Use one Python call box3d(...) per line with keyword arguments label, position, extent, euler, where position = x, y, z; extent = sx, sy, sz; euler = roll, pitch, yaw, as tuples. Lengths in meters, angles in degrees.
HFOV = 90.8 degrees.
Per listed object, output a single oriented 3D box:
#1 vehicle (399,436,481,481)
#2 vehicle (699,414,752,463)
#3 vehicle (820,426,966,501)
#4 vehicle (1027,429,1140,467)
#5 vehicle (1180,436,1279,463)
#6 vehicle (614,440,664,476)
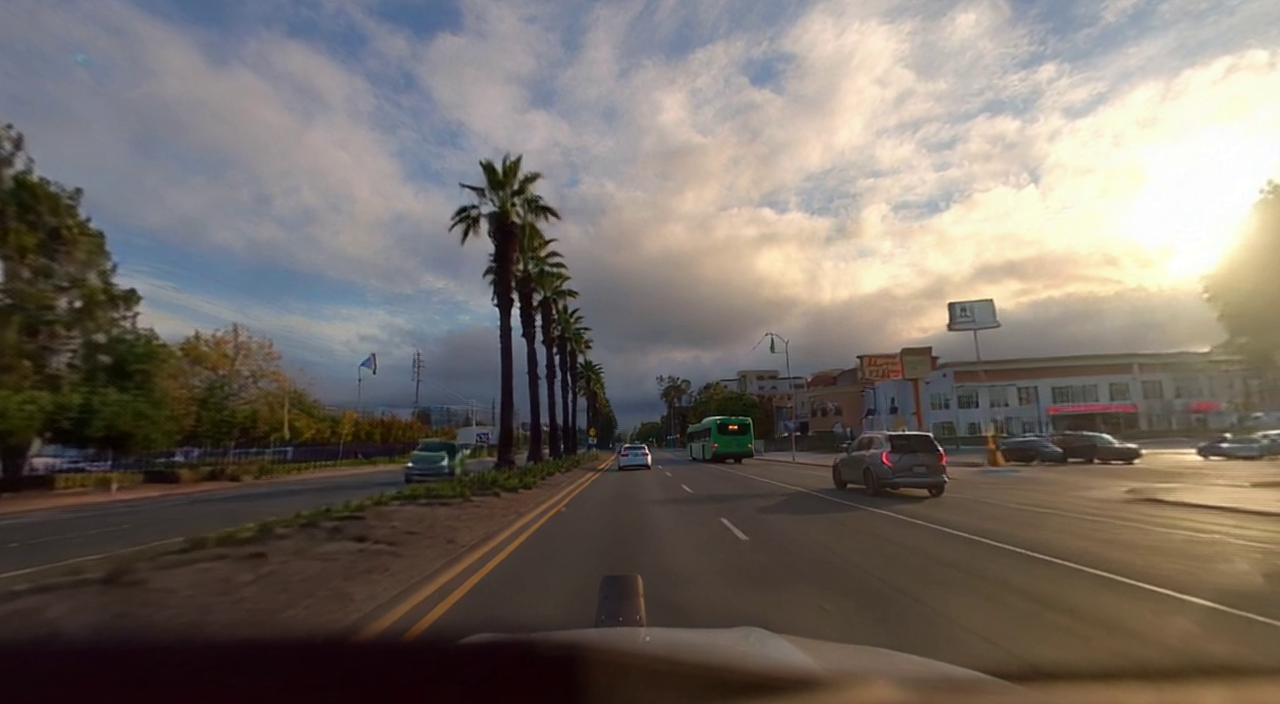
box3d(label="vehicle", position=(-8.872, 4.769, 28.521), extent=(2.106, 1.817, 4.847), euler=(0, -9, 0))
box3d(label="vehicle", position=(6.503, 6.838, 49.494), extent=(2.795, 3.383, 9.287), euler=(0, -9, -1))
box3d(label="vehicle", position=(6.319, 2.834, 16.405), extent=(2.031, 1.670, 4.154), euler=(0, -9, -1))
box3d(label="vehicle", position=(23.575, 5.088, 33.674), extent=(4.595, 1.845, 1.919), euler=(0, -8, -5))
box3d(label="vehicle", position=(36.030, 6.037, 38.734), extent=(1.818, 1.451, 4.263), euler=(-2, -10, -5))
box3d(label="vehicle", position=(-0.042, 4.743, 28.573), extent=(2.065, 1.477, 4.306), euler=(0, -9, 0))
